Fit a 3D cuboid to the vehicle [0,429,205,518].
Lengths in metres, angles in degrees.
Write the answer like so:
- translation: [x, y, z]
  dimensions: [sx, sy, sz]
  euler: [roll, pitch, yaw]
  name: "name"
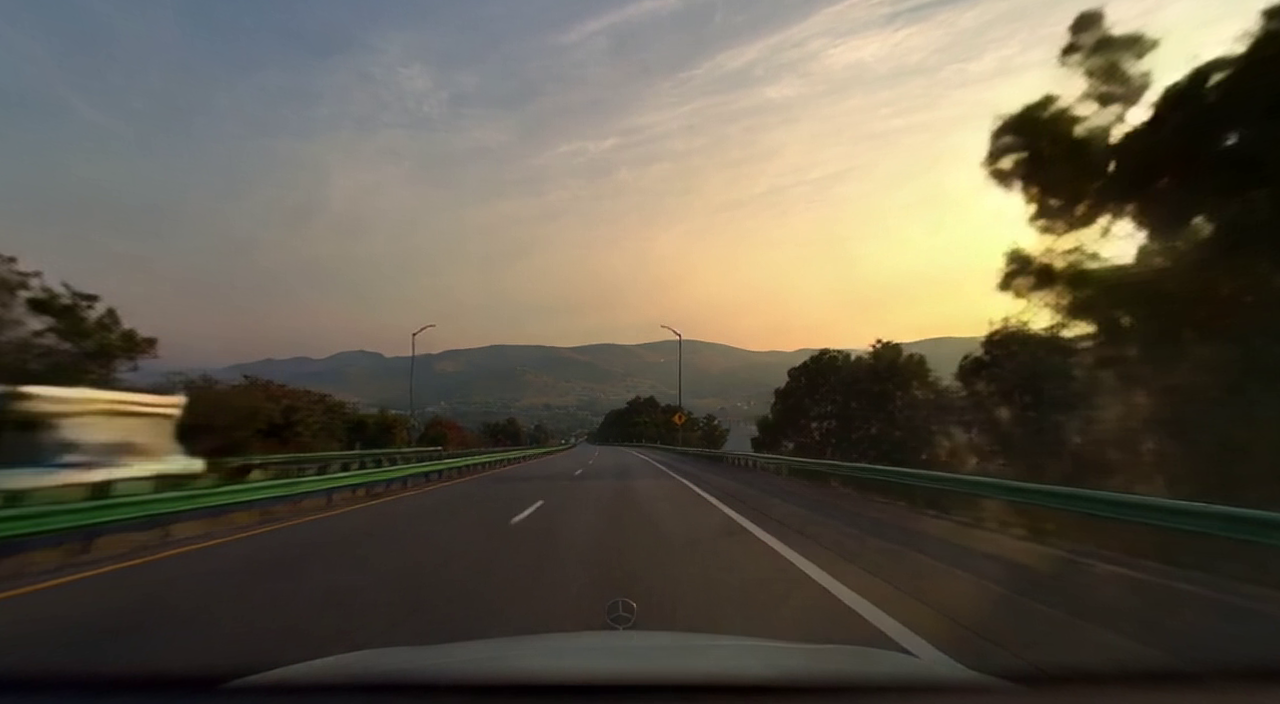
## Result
- translation: [-11.135, 2.342, 12.672]
  dimensions: [1.978, 1.484, 3.953]
  euler: [0, -8, -1]
  name: "vehicle"
